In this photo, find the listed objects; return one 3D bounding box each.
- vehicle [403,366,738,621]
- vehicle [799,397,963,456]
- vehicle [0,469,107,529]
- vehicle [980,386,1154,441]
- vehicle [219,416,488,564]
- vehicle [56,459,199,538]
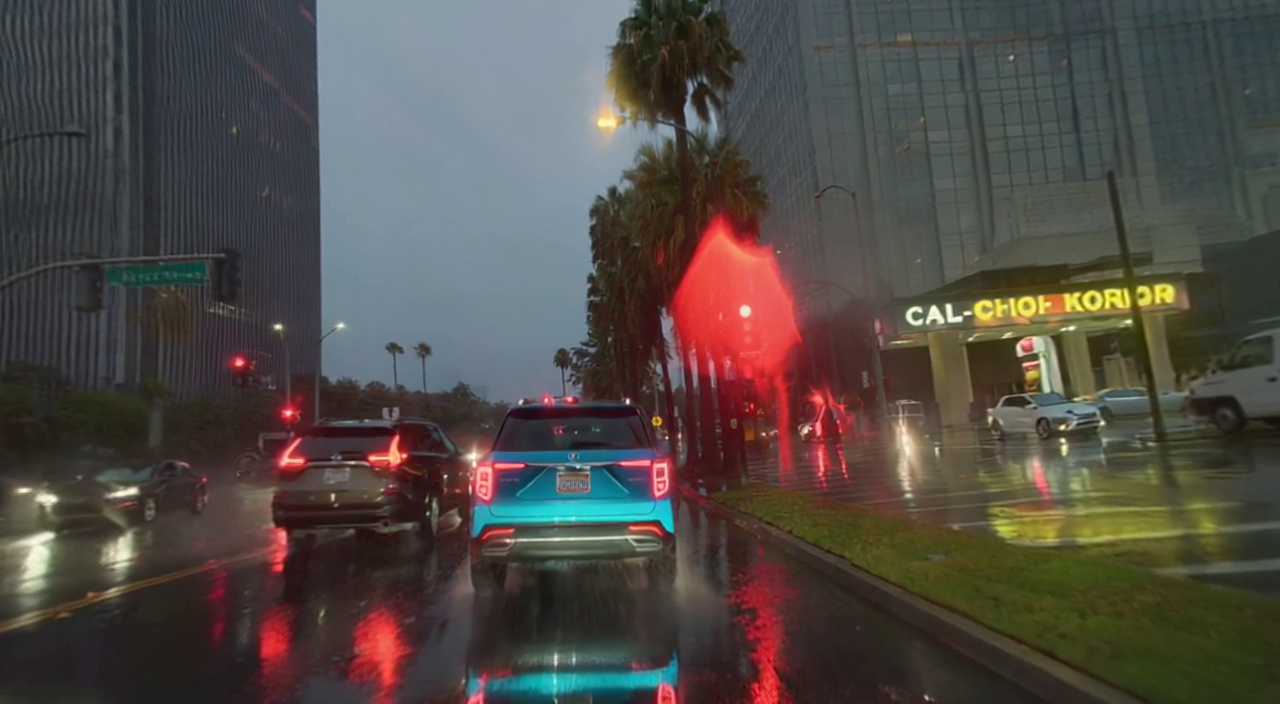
[{"bbox_3d":[-0.655,1.411,7.295,2.519,1.913,4.819,0,-8,-3],"label":"vehicle"},{"bbox_3d":[9.013,2.842,23.966,5.307,2.076,2.122,0,-8,-5],"label":"vehicle"},{"bbox_3d":[-21.475,4.899,21.240,5.011,1.796,2.176,0,-8,-1],"label":"vehicle"},{"bbox_3d":[16.249,2.405,24.278,5.033,1.999,2.259,0,-8,-3],"label":"vehicle"},{"bbox_3d":[-3.929,1.965,9.914,2.097,1.692,5.030,0,-8,-3],"label":"vehicle"},{"bbox_3d":[-14.020,3.830,17.188,4.660,1.708,2.331,-8,-12,44],"label":"vehicle"}]
